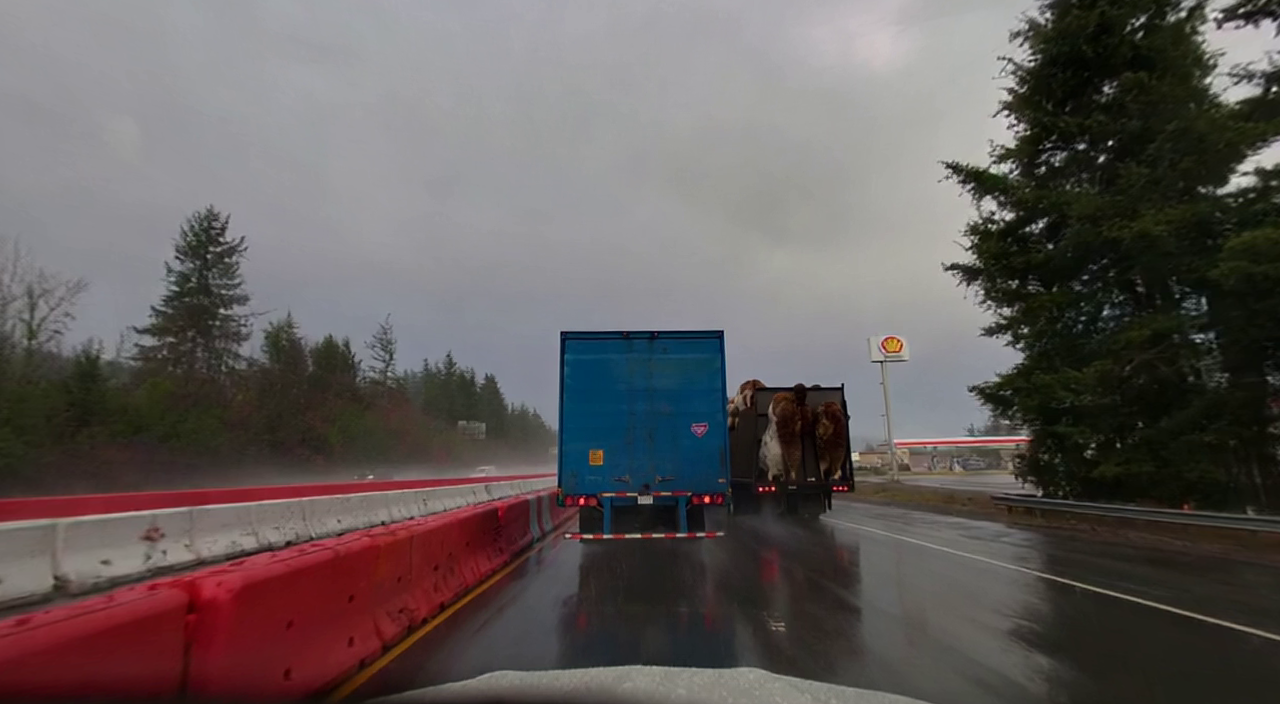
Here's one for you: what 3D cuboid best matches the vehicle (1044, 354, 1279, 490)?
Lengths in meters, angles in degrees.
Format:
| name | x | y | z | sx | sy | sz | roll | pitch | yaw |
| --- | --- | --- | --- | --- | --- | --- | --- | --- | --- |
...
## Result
| name | x | y | z | sx | sy | sz | roll | pitch | yaw |
| --- | --- | --- | --- | --- | --- | --- | --- | --- | --- |
| vehicle | 20.827 | 2.911 | 23.326 | 2.771 | 4.075 | 13.513 | 1 | -10 | 0 |

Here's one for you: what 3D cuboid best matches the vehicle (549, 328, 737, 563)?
| name | x | y | z | sx | sy | sz | roll | pitch | yaw |
| --- | --- | --- | --- | --- | --- | --- | --- | --- | --- |
| vehicle | 0.008 | 2.073 | 13.323 | 2.618 | 3.306 | 8.676 | 1 | -10 | -1 |

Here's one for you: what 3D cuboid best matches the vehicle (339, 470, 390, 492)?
| name | x | y | z | sx | sy | sz | roll | pitch | yaw |
| --- | --- | --- | --- | --- | --- | --- | --- | --- | --- |
| vehicle | -20.947 | 9.838 | 48.160 | 1.890 | 1.520 | 4.342 | 1 | -10 | 0 |

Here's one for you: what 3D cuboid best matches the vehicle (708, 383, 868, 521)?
| name | x | y | z | sx | sy | sz | roll | pitch | yaw |
| --- | --- | --- | --- | --- | --- | --- | --- | --- | --- |
| vehicle | 4.466 | 3.515 | 21.676 | 2.936 | 3.640 | 9.443 | 1 | -10 | -2 |
